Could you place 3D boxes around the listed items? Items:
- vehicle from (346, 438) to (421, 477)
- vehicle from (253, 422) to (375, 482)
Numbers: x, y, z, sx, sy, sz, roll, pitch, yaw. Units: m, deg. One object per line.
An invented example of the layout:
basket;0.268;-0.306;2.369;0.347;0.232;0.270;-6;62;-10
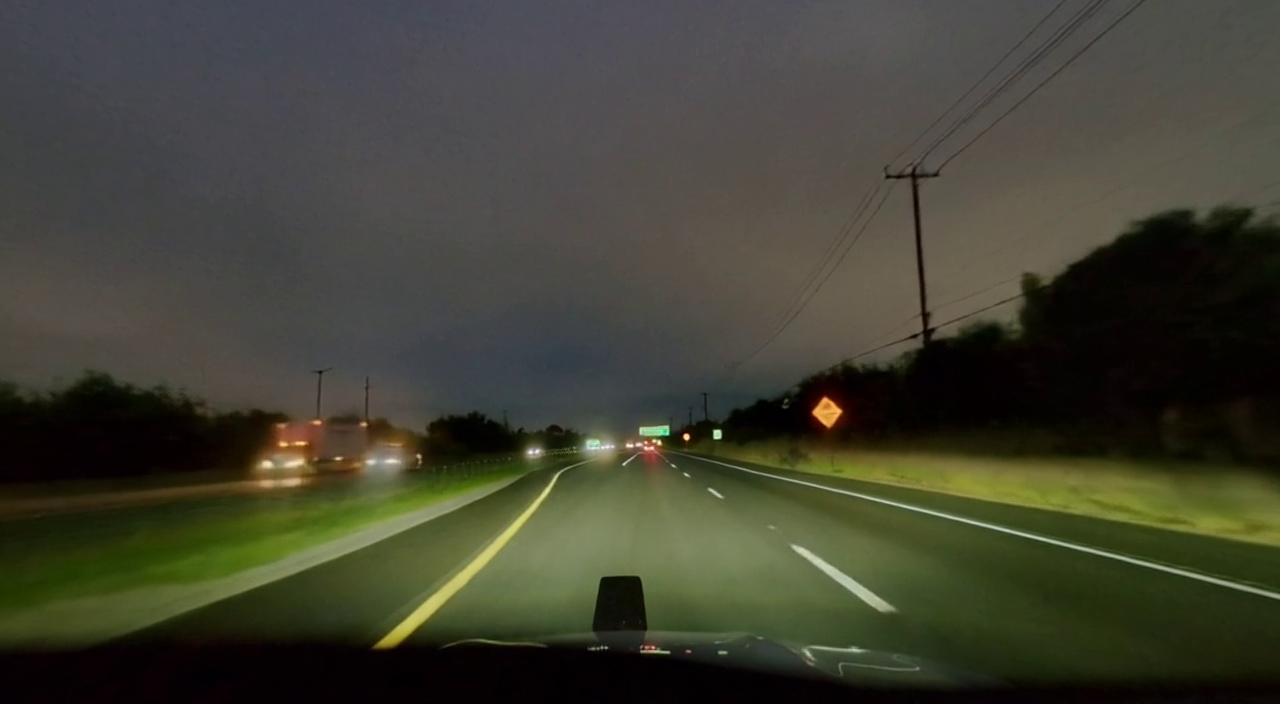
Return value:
vehicle;-16.338;6.742;40.575;2.348;2.282;5.540;-1;-8;1
vehicle;-20.845;6.458;41.194;2.949;3.403;9.367;0;-8;0
